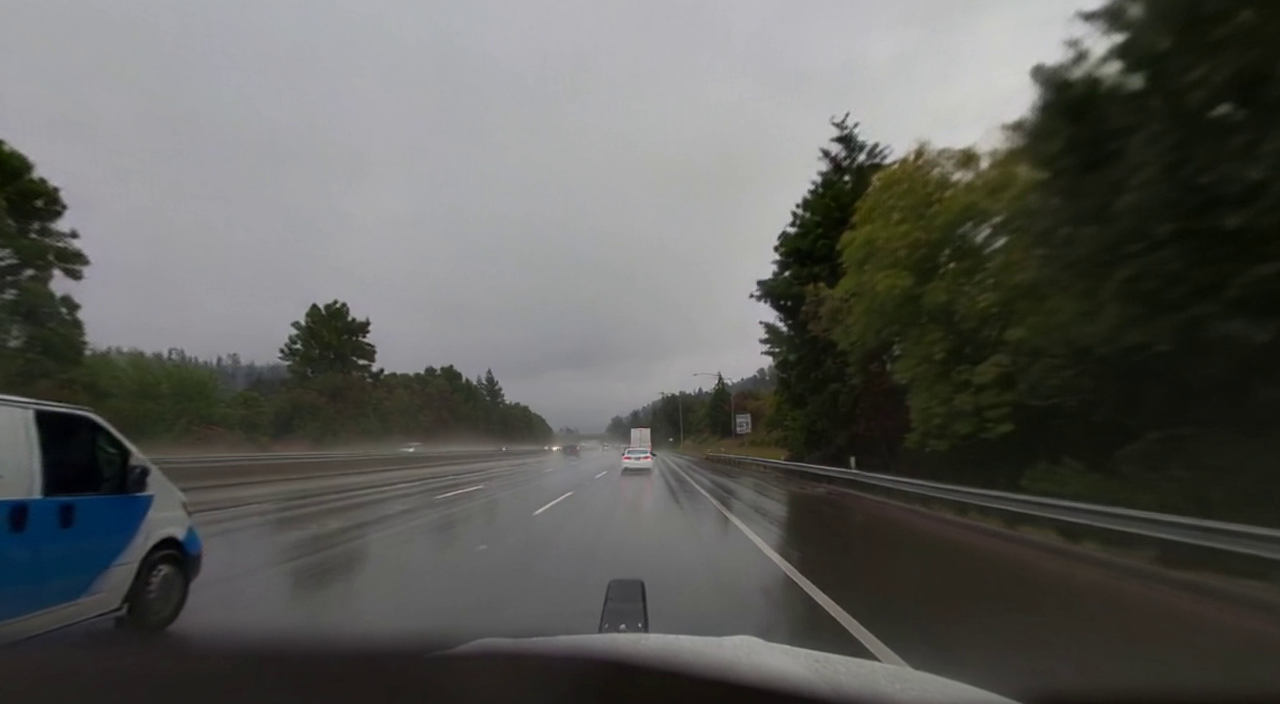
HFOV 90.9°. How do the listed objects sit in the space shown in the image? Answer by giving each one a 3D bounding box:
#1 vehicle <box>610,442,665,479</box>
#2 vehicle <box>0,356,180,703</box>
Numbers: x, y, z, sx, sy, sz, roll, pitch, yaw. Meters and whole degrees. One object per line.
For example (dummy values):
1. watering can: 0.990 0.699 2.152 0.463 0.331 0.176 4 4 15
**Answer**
1. vehicle: -0.077 4.711 27.695 2.238 1.479 3.672 0 -9 1
2. vehicle: -4.579 0.765 2.134 2.174 1.862 5.012 0 -9 1
